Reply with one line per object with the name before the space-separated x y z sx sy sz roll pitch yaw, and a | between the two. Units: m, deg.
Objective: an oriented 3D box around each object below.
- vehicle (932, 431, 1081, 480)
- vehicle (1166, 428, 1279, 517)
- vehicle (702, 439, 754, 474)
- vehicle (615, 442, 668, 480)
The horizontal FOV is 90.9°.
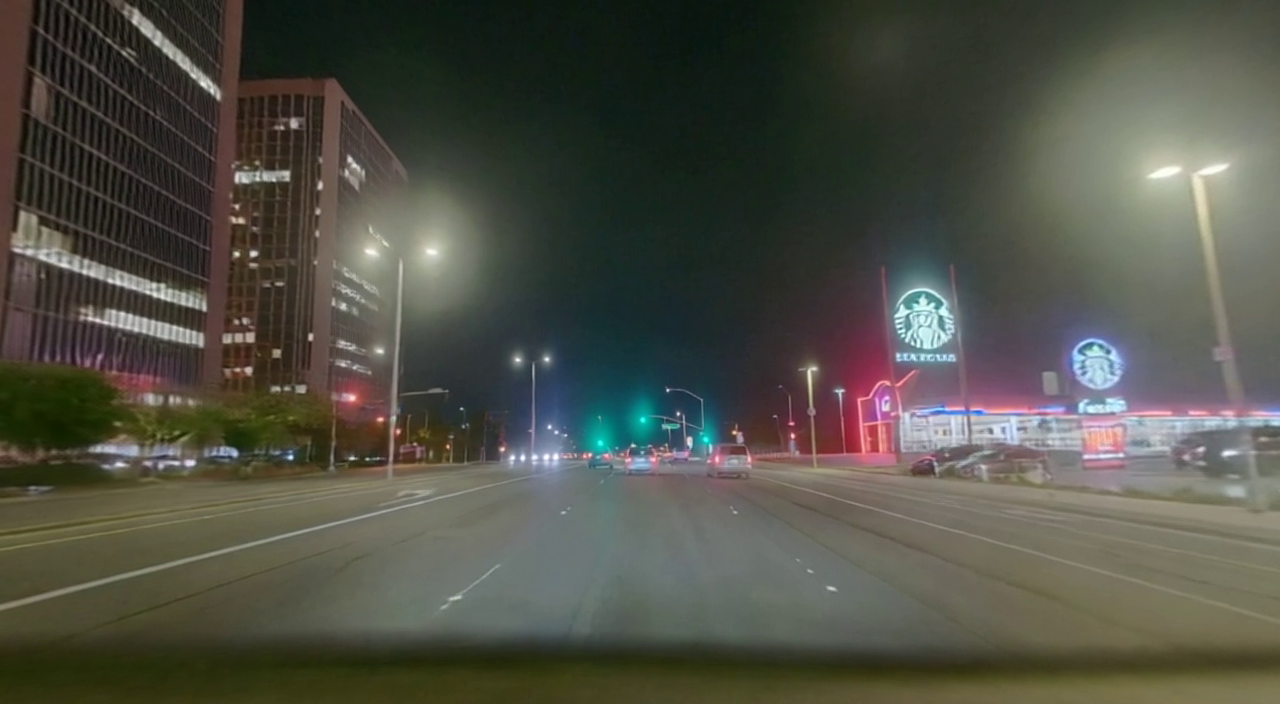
vehicle | 14.897 4.245 25.853 4.775 1.728 1.996 -2 -9 -1
vehicle | 13.898 2.573 13.950 4.654 1.692 1.955 5 -10 -32
vehicle | 4.487 5.382 32.685 2.007 1.683 4.171 0 -8 -1
vehicle | 0.078 4.592 26.890 2.059 1.477 3.988 0 -8 1
